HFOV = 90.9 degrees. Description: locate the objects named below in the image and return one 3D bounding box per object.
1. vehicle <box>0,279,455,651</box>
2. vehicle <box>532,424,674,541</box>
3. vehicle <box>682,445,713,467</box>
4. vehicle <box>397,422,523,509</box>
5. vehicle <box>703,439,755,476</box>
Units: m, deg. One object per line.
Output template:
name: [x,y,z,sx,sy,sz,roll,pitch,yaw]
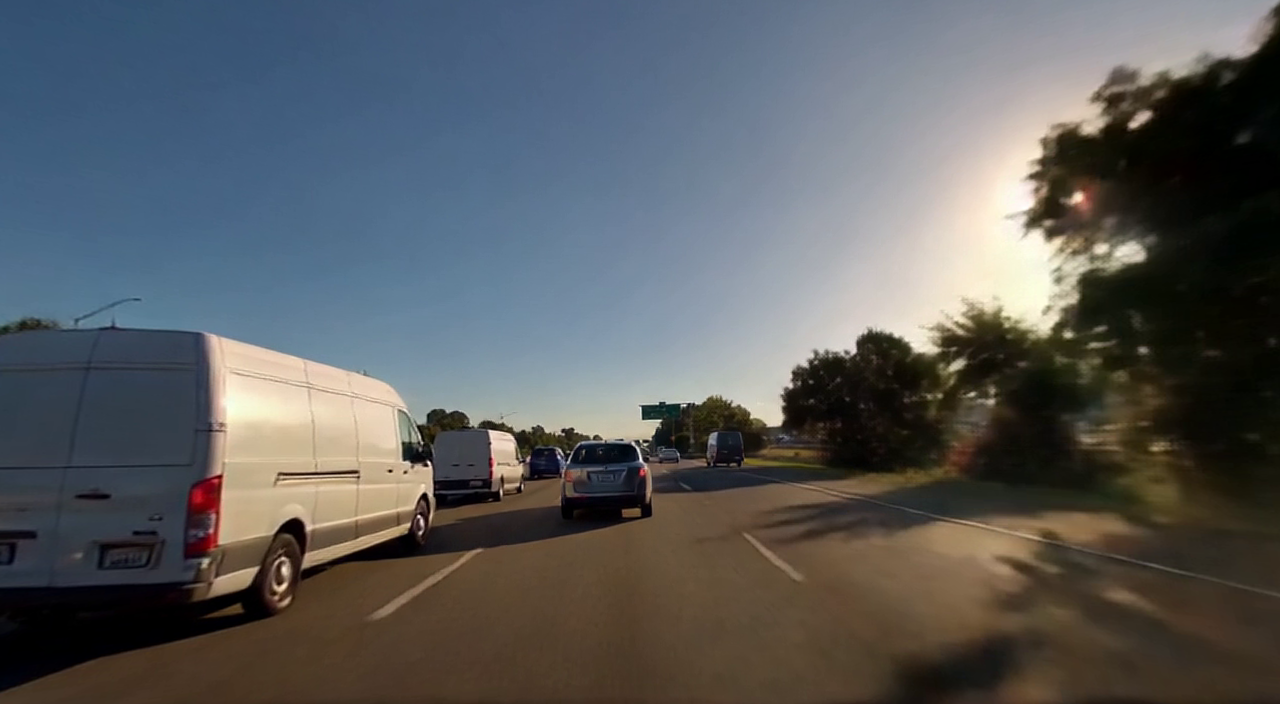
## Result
vehicle: [-4.493,1.279,7.890,2.248,2.626,6.837,0,-9,0]
vehicle: [-0.567,2.215,11.237,2.093,1.695,3.782,0,-9,-1]
vehicle: [4.226,7.719,46.801,1.874,1.512,3.723,0,-9,-1]
vehicle: [-4.569,2.966,16.824,2.043,1.987,4.486,0,-9,0]
vehicle: [4.398,5.296,31.778,2.003,1.754,4.134,0,-9,-1]
